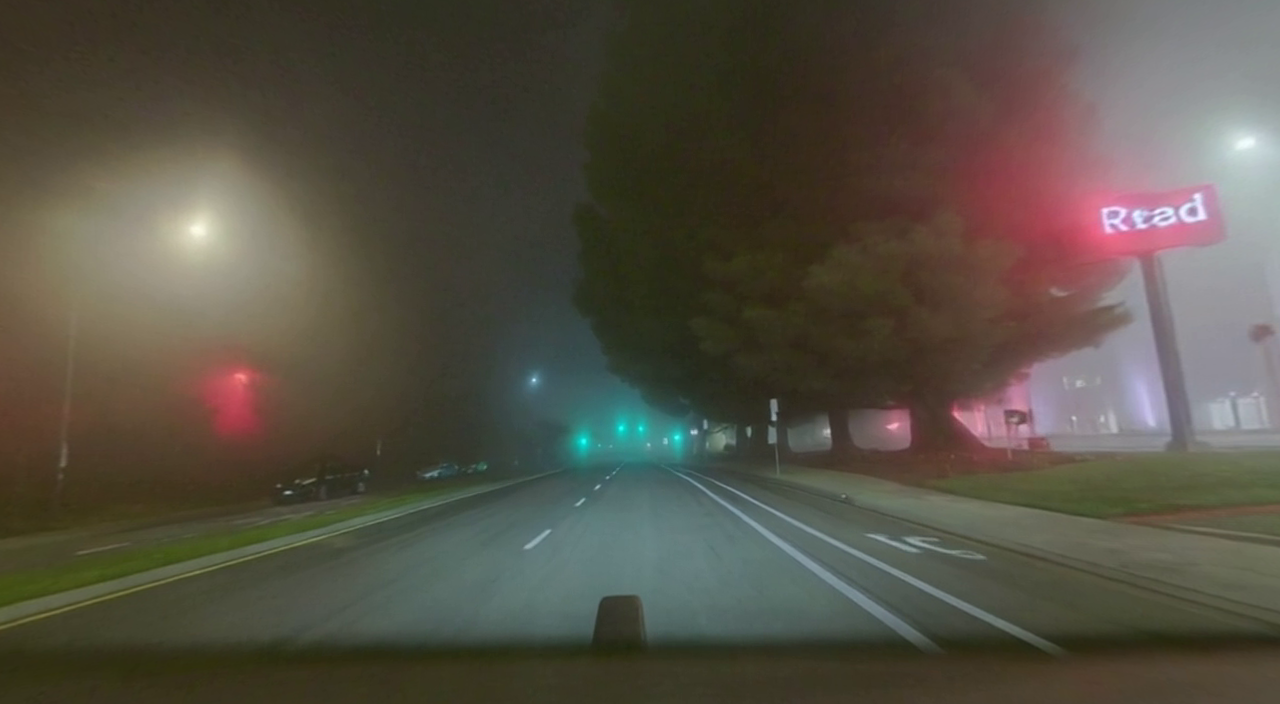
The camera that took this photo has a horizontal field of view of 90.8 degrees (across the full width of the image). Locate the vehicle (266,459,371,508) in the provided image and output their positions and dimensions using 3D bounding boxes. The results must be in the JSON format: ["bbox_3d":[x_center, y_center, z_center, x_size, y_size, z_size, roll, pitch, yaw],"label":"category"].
[{"bbox_3d":[-12.412,5.064,24.718,1.986,1.488,4.330,-5,-8,-2],"label":"vehicle"}]

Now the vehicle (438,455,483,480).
[{"bbox_3d":[-12.352,7.952,43.754,1.854,1.442,4.213,-4,-8,-1],"label":"vehicle"}]
